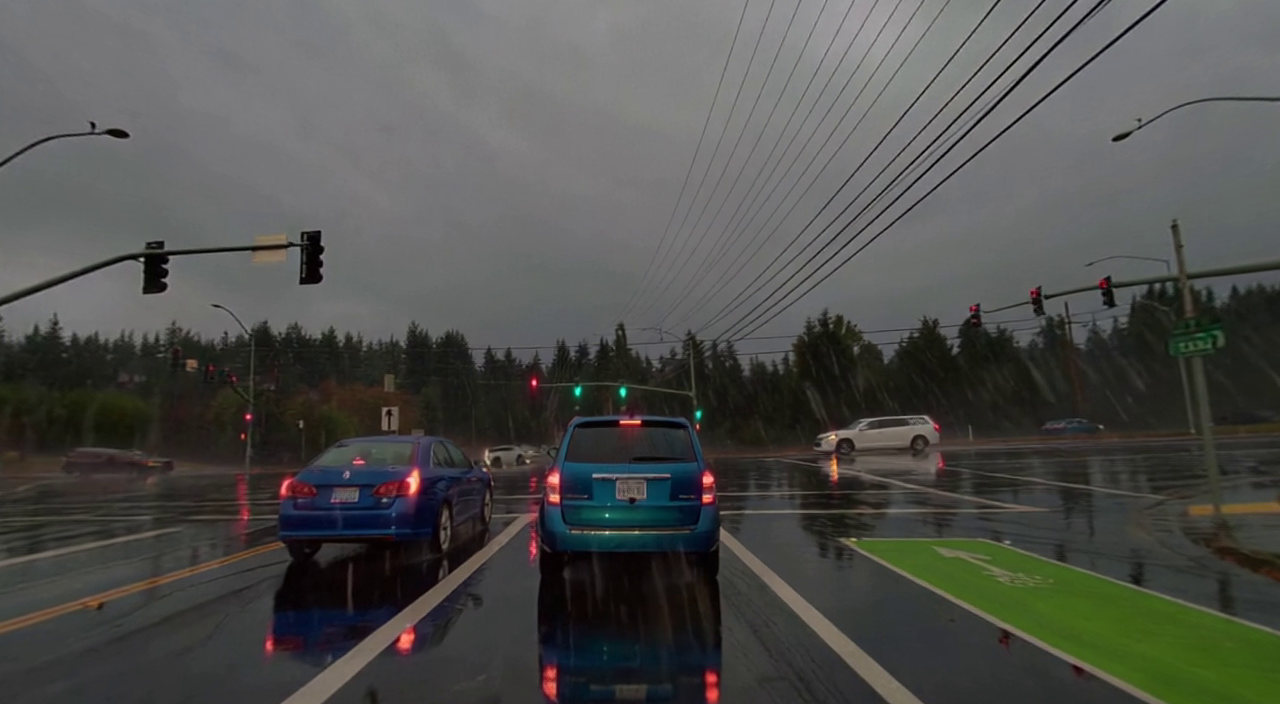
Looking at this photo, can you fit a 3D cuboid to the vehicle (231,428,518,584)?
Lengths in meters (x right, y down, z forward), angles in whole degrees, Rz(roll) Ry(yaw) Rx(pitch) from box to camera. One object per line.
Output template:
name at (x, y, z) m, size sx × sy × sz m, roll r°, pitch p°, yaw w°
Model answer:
vehicle at (-2.932, 1.766, 8.015) m, size 1.969 × 1.486 × 3.702 m, roll 0°, pitch -8°, yaw 1°

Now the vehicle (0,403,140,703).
vehicle at (-3.350, 0.663, 0.448) m, size 1.928 × 1.488 × 4.936 m, roll 0°, pitch -8°, yaw 0°

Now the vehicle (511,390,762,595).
vehicle at (-0.058, 1.522, 7.614) m, size 2.182 × 1.773 × 4.041 m, roll 0°, pitch -8°, yaw -1°

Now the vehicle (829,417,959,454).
vehicle at (13.846, 4.602, 34.830) m, size 6.143 × 1.944 × 2.229 m, roll -1°, pitch -8°, yaw 5°
